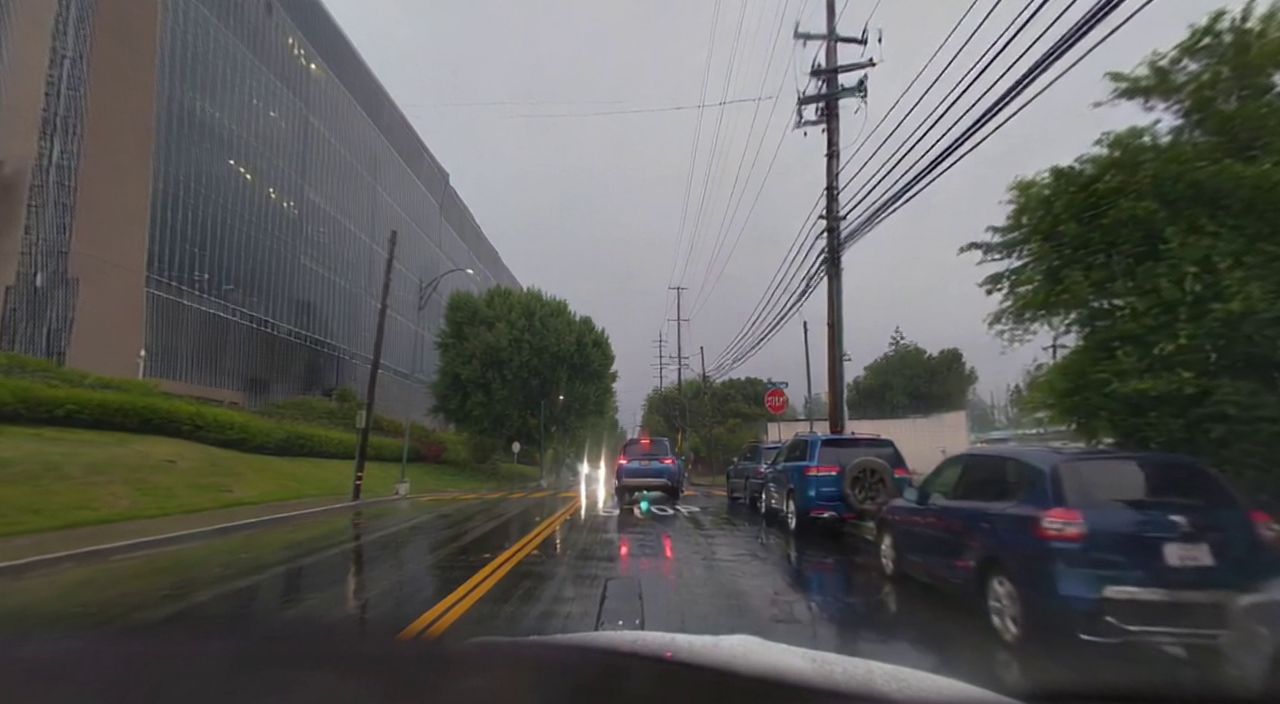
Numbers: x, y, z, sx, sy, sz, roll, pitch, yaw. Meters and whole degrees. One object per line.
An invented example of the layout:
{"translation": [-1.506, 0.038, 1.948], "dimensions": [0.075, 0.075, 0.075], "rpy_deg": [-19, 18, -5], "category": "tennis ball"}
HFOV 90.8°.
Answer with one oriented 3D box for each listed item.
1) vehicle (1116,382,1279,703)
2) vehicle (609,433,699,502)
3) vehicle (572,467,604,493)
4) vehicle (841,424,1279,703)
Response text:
{"translation": [3.305, 0.700, 0.878], "dimensions": [2.041, 1.581, 4.089], "rpy_deg": [0, -8, 0], "category": "vehicle"}
{"translation": [0.583, 3.440, 19.340], "dimensions": [2.214, 1.789, 4.872], "rpy_deg": [-1, -8, 7], "category": "vehicle"}
{"translation": [-3.670, 9.129, 45.206], "dimensions": [1.911, 1.563, 4.057], "rpy_deg": [0, -8, 0], "category": "vehicle"}
{"translation": [3.395, 1.428, 5.436], "dimensions": [1.828, 1.476, 3.984], "rpy_deg": [0, -8, -3], "category": "vehicle"}
